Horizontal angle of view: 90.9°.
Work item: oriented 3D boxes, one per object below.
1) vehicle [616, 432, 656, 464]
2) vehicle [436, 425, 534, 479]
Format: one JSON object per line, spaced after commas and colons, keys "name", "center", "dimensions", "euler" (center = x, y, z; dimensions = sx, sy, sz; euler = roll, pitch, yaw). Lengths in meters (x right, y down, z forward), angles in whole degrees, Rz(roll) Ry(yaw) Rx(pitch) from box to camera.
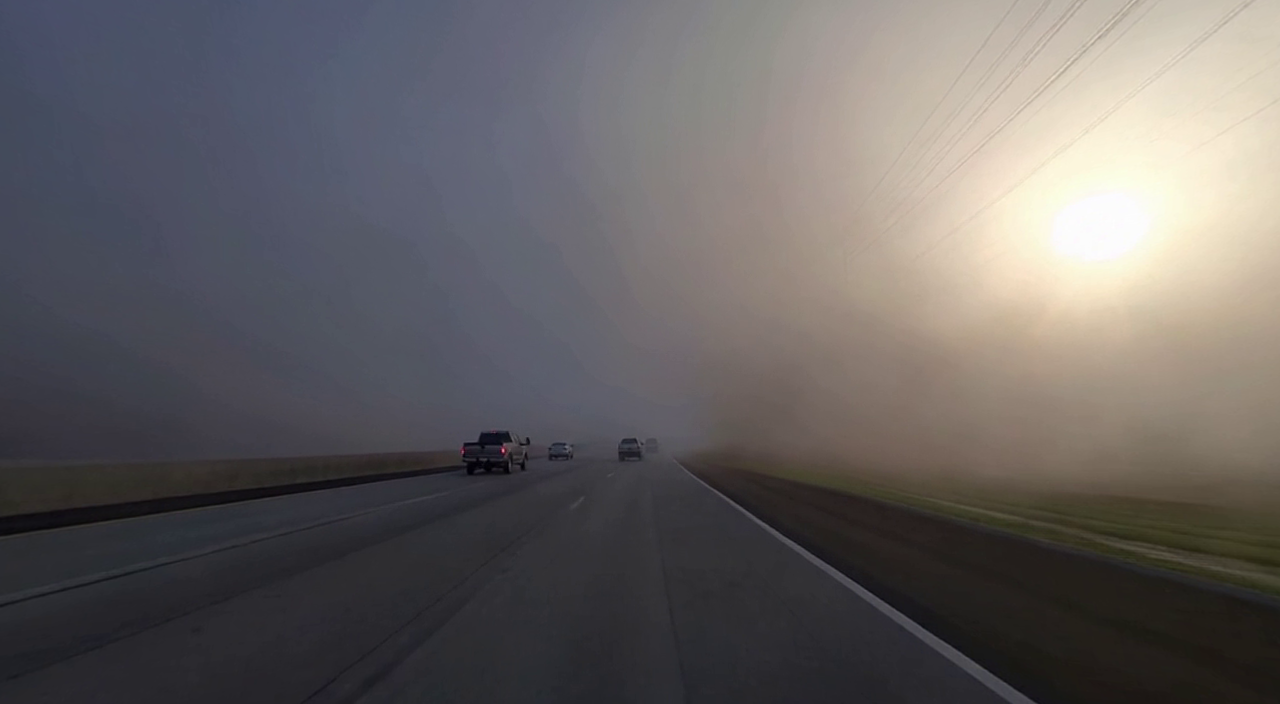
{"name": "vehicle", "center": [-0.206, 6.471, 42.700], "dimensions": [2.448, 2.025, 5.193], "euler": [-1, -8, 2]}
{"name": "vehicle", "center": [-6.293, 4.186, 26.645], "dimensions": [2.460, 1.992, 6.474], "euler": [0, -8, 1]}
